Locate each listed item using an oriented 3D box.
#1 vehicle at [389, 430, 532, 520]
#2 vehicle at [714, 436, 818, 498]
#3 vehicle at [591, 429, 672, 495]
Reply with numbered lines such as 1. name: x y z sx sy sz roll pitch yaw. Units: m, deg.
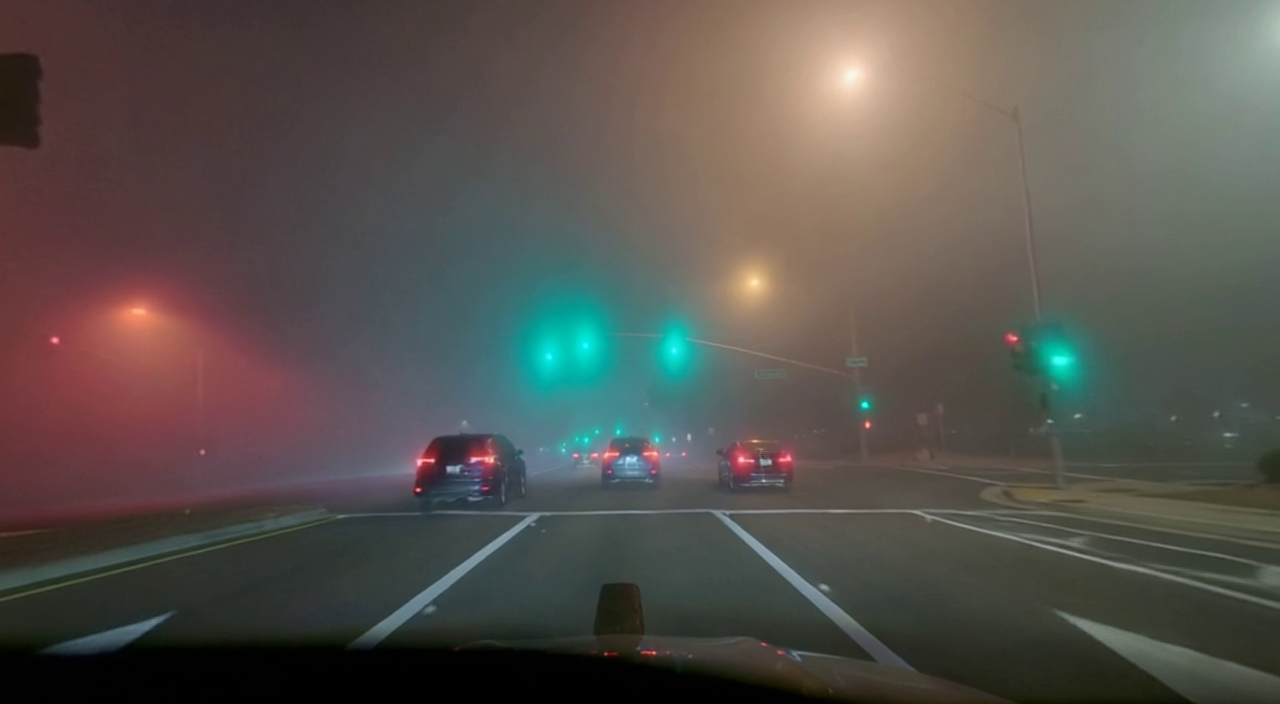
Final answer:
1. vehicle: -3.619 2.543 13.570 1.823 1.602 4.061 0 -8 0
2. vehicle: 3.431 3.210 18.049 2.068 1.541 4.041 0 -8 -1
3. vehicle: -0.214 3.252 18.964 2.150 1.725 4.096 0 -8 0
